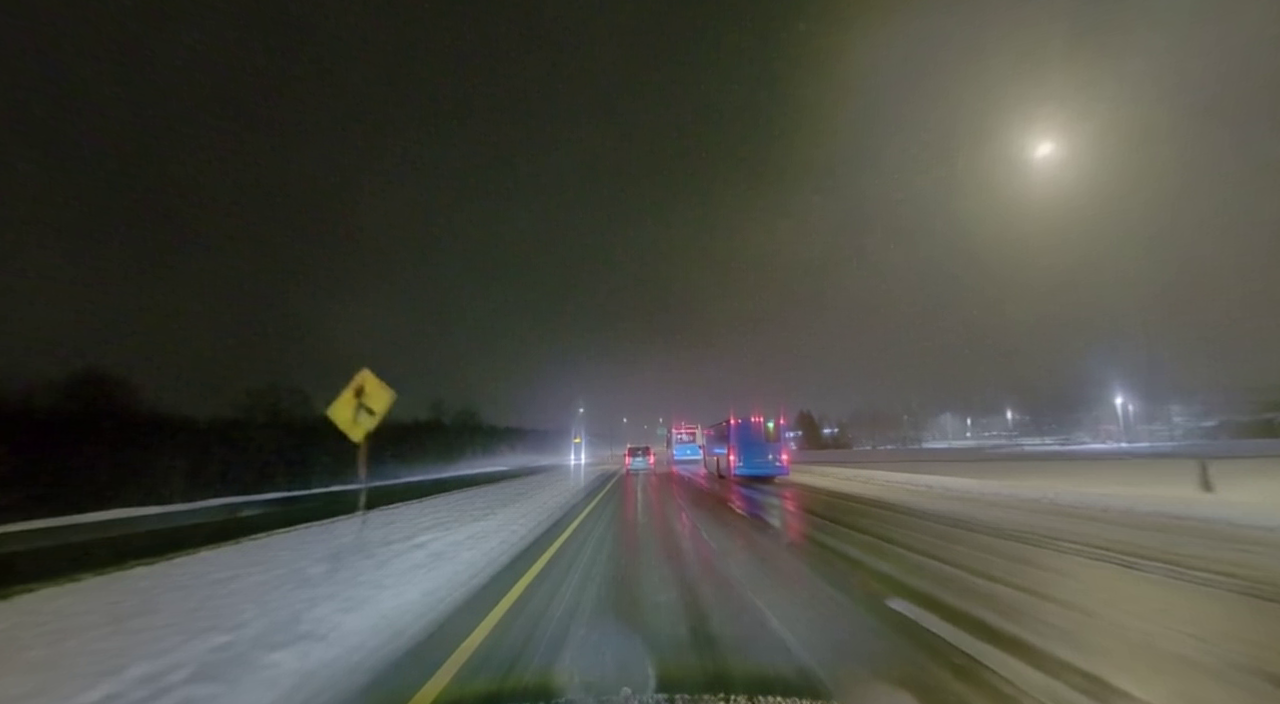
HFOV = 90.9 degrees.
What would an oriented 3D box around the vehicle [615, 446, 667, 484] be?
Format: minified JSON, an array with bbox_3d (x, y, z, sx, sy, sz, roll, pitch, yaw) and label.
[{"bbox_3d":[0.018,4.628,26.019,2.004,1.449,3.817,0,-9,-1],"label":"vehicle"}]

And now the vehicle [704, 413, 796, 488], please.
[{"bbox_3d":[4.101,3.864,24.739,2.440,2.555,5.957,0,-9,-1],"label":"vehicle"}]
